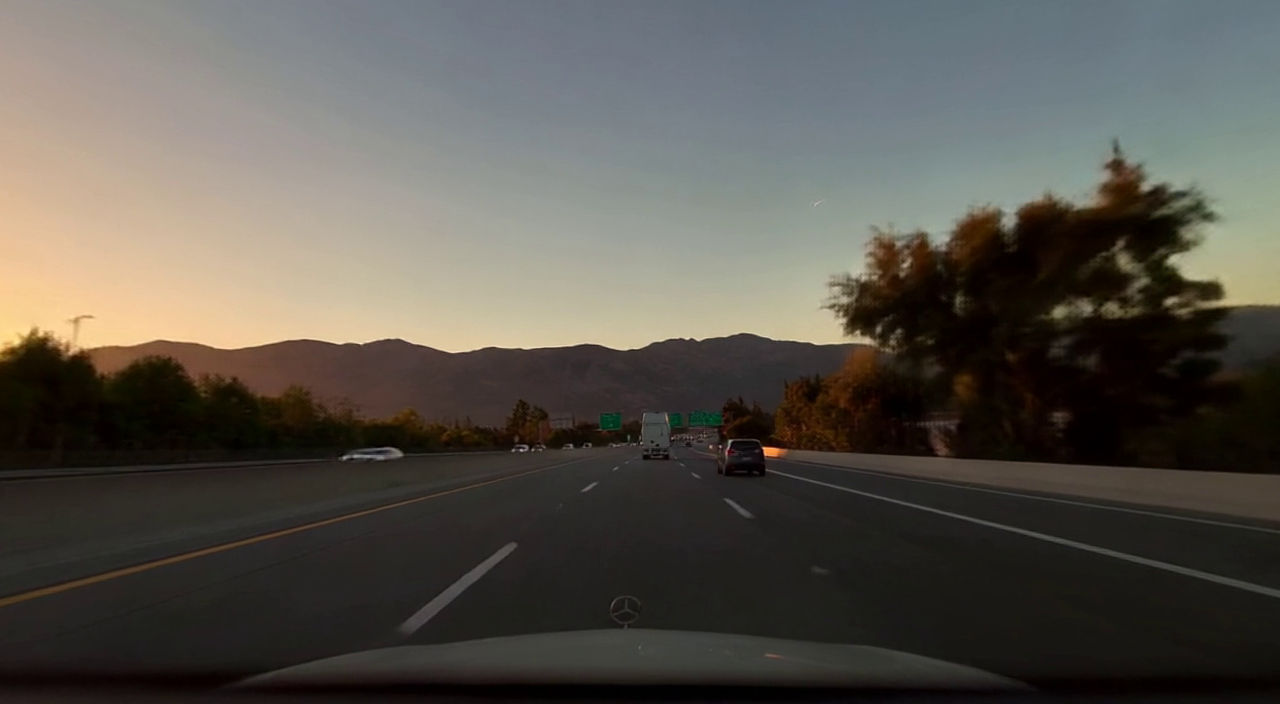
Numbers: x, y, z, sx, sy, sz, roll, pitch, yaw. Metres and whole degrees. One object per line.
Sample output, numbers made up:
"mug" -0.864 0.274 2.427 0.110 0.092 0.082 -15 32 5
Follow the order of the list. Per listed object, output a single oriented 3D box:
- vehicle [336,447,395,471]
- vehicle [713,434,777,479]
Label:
"vehicle" -18.945 7.390 43.764 1.944 1.487 4.621 -1 -8 2
"vehicle" 4.112 4.148 25.274 1.880 1.624 3.941 0 -8 0
